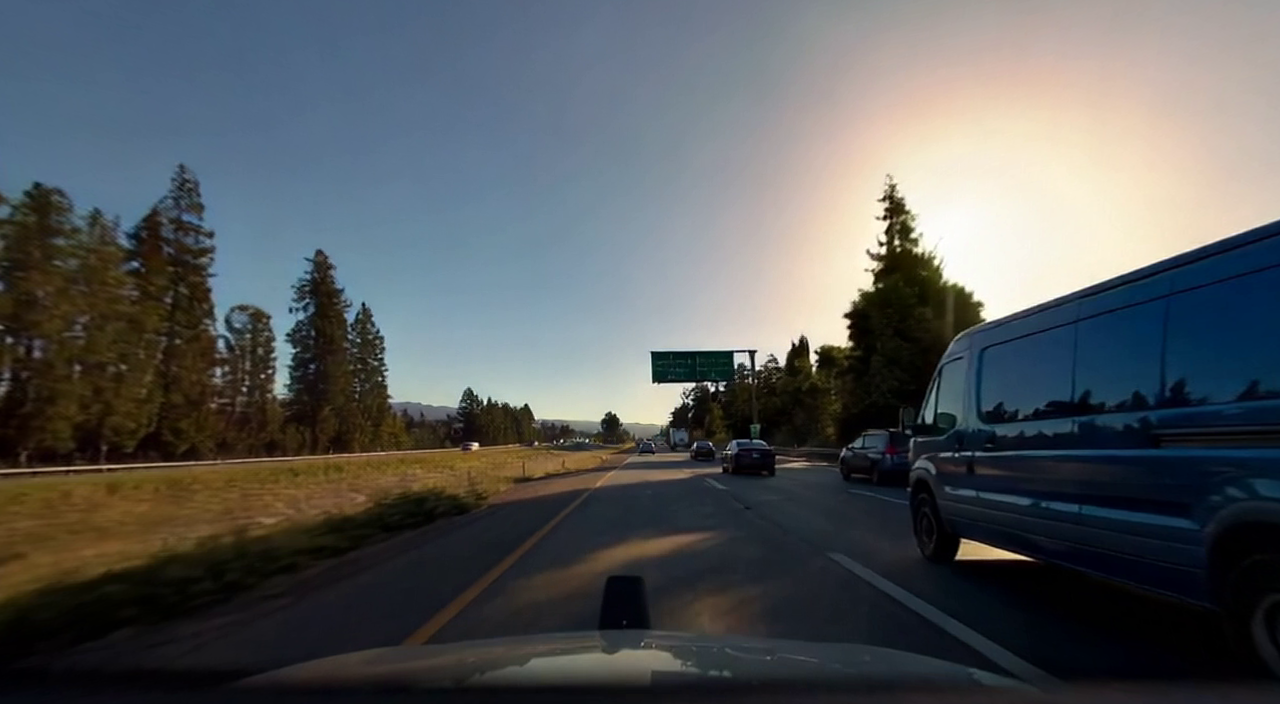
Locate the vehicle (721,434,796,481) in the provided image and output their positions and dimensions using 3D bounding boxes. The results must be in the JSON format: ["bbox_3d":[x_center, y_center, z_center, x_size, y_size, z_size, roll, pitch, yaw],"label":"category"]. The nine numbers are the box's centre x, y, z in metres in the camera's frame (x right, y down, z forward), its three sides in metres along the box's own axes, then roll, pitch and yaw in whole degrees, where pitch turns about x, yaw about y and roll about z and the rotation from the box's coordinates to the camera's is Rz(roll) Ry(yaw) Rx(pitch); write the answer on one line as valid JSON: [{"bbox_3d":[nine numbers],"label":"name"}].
[{"bbox_3d":[4.499,4.051,24.597,2.034,1.651,4.342,0,-8,0],"label":"vehicle"}]

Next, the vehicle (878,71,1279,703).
[{"bbox_3d":[3.631,0.436,3.552,2.302,2.670,5.912,0,-8,1],"label":"vehicle"}]

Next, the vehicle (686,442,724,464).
[{"bbox_3d":[4.389,6.880,43.216,2.050,1.448,4.123,0,-8,-1],"label":"vehicle"}]
